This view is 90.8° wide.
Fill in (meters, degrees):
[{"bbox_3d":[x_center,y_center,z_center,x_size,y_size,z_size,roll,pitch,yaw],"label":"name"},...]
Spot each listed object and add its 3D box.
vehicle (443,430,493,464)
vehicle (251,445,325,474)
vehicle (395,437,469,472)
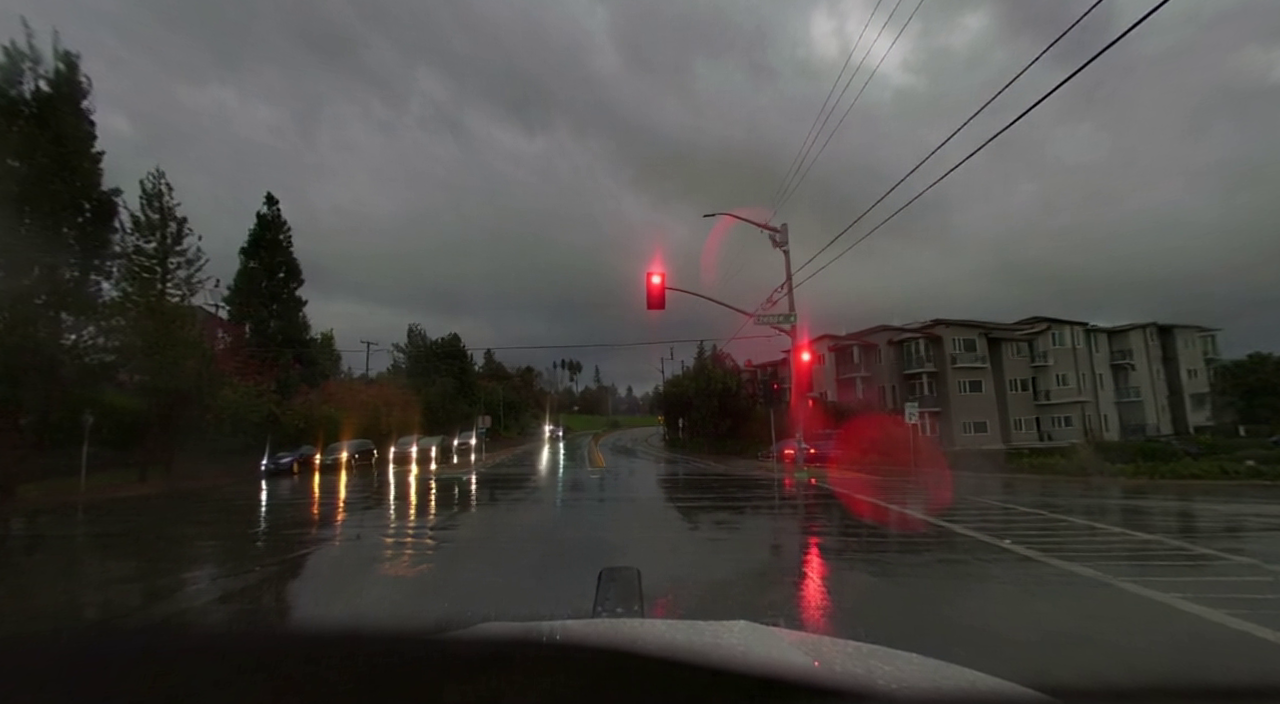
[{"bbox_3d":[-9.771,5.453,36.172,1.910,1.818,4.057,0,-9,-3],"label":"vehicle"},{"bbox_3d":[-21.093,6.452,38.095,1.981,1.628,4.336,0,-9,-1],"label":"vehicle"},{"bbox_3d":[-9.664,4.798,29.781,2.116,1.521,4.294,0,-9,-1],"label":"vehicle"}]
